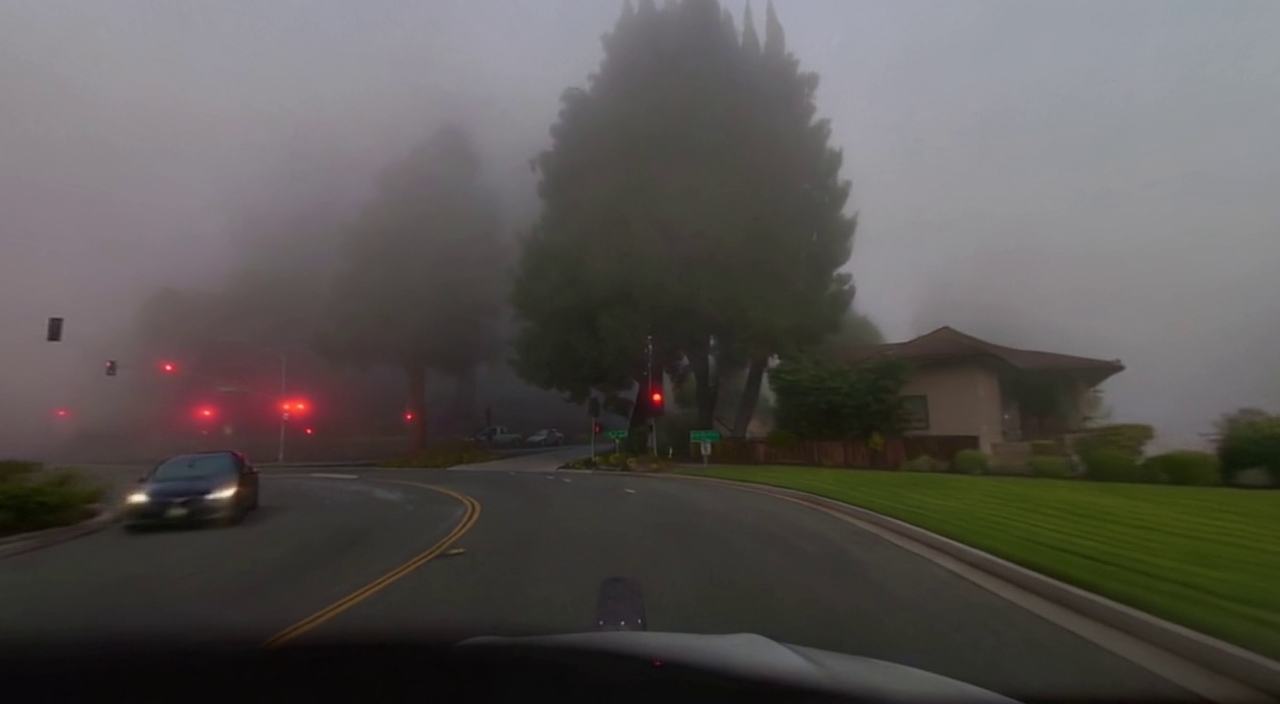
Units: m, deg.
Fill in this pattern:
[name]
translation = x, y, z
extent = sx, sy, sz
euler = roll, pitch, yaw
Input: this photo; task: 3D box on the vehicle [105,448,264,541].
[vehicle]
translation = -8.907, 2.682, 12.655
extent = 2.066, 1.455, 4.770
euler = 5, -10, -31
